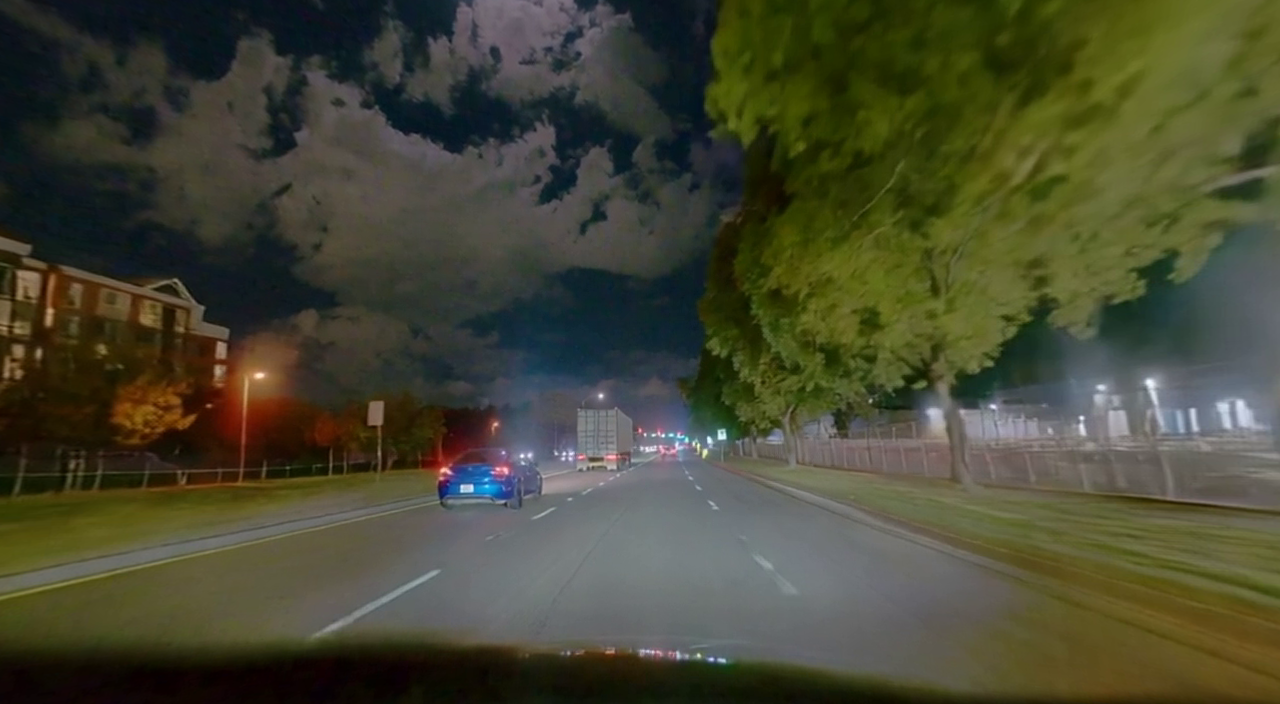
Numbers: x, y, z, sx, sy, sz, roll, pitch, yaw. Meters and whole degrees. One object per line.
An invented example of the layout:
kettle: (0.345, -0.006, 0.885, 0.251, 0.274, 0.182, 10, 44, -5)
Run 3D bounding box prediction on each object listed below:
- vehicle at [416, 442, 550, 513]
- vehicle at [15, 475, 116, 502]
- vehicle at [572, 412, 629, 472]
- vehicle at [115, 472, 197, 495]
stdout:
vehicle: (-3.637, 2.984, 15.557, 2.005, 1.462, 4.345, -1, -8, 3)
vehicle: (-34.723, 8.237, 38.150, 4.333, 1.436, 1.871, -1, -9, 4)
vehicle: (-2.230, 5.566, 38.941, 2.746, 3.276, 8.572, 0, -8, 2)
vehicle: (-33.537, 9.093, 43.734, 4.356, 1.457, 1.759, -1, -9, 5)
